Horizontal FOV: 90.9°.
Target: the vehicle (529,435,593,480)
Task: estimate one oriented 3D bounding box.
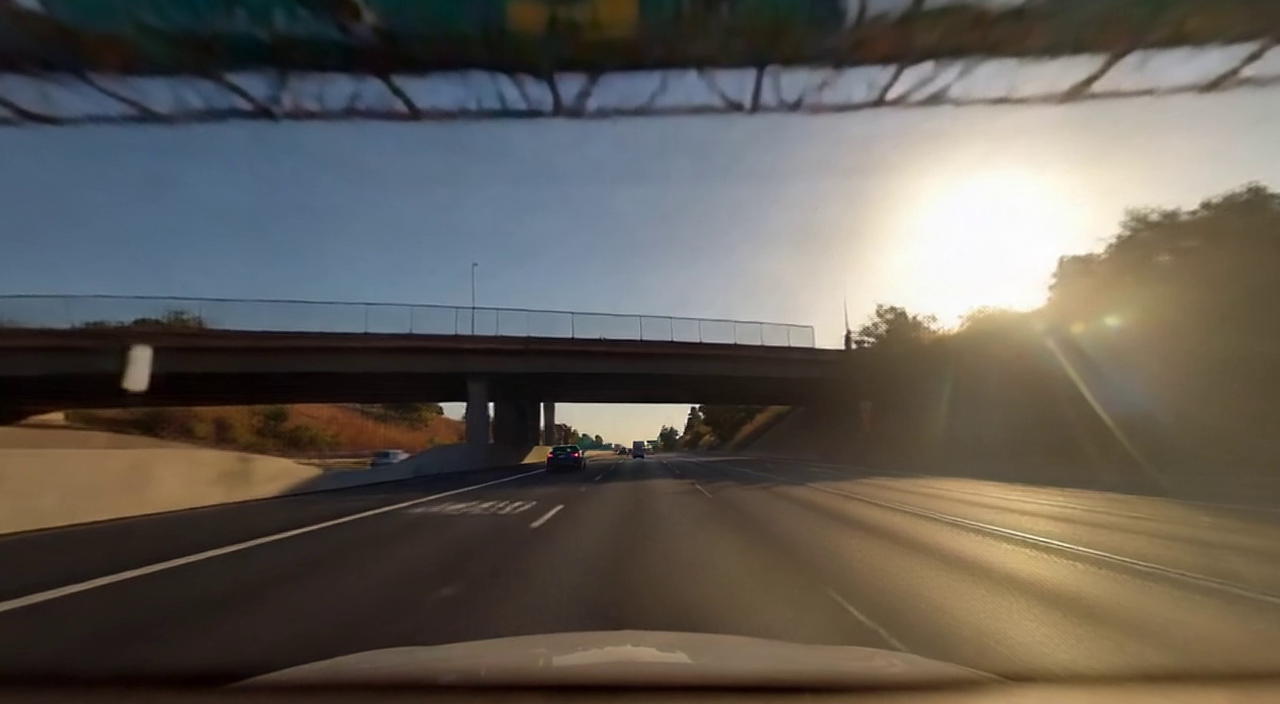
[{"bbox_3d":[-3.237,4.414,26.690,2.072,1.706,4.359,0,-8,1],"label":"vehicle"}]
